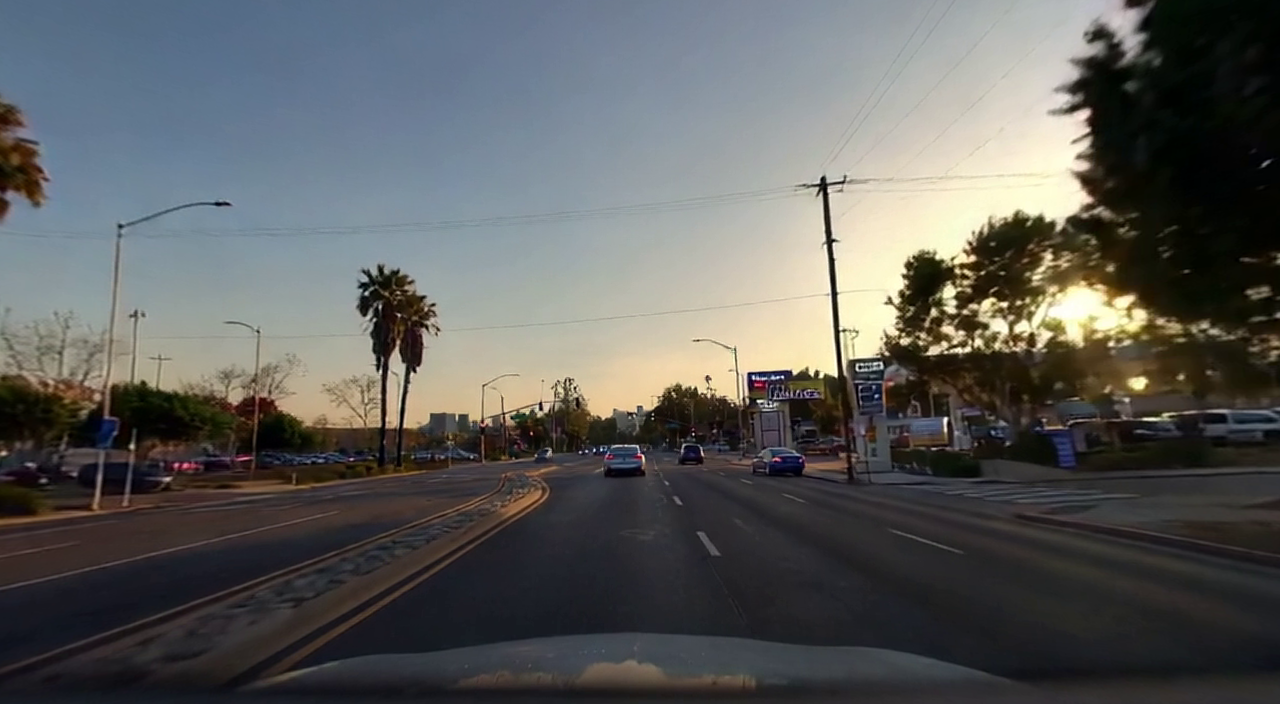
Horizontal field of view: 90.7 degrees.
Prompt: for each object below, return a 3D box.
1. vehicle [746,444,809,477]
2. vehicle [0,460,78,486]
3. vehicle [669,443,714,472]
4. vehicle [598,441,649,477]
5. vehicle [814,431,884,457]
[{"bbox_3d":[6.705,5.345,31.451,1.922,1.461,4.868,0,-9,-2],"label":"vehicle"},{"bbox_3d":[-35.260,6.976,36.563,3.781,1.401,1.776,-1,-9,0],"label":"vehicle"},{"bbox_3d":[2.840,5.927,35.649,2.060,1.471,4.168,0,-9,-1],"label":"vehicle"},{"bbox_3d":[-0.748,4.953,29.366,2.160,1.508,4.319,0,-9,-1],"label":"vehicle"},{"bbox_3d":[16.021,7.150,48.817,2.172,1.855,5.526,1,-10,-18],"label":"vehicle"}]
